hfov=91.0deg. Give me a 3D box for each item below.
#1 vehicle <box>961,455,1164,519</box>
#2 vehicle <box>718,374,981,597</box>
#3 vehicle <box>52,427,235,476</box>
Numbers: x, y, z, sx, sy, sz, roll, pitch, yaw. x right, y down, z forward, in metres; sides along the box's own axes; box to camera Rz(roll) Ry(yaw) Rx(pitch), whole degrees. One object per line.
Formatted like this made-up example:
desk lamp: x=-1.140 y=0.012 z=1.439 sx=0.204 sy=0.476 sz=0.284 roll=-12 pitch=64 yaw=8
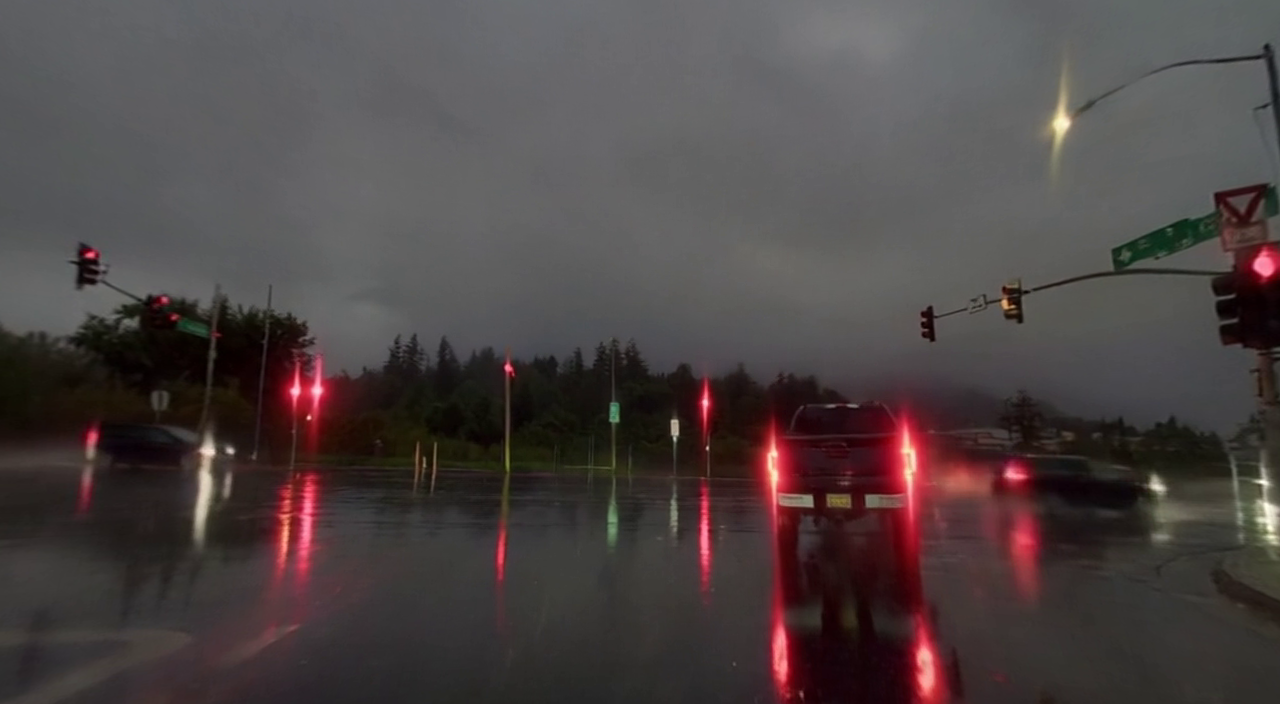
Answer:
vehicle: x=12.453 y=3.961 z=18.766 sx=4.695 sy=1.729 sz=2.067 roll=1 pitch=-9 yaw=-7
vehicle: x=3.407 y=1.915 z=10.171 sx=2.851 sy=2.400 sz=5.978 roll=-3 pitch=-9 yaw=21
vehicle: x=-17.201 y=3.482 z=22.082 sx=4.750 sy=1.525 sz=1.964 roll=7 pitch=-11 yaw=-39
